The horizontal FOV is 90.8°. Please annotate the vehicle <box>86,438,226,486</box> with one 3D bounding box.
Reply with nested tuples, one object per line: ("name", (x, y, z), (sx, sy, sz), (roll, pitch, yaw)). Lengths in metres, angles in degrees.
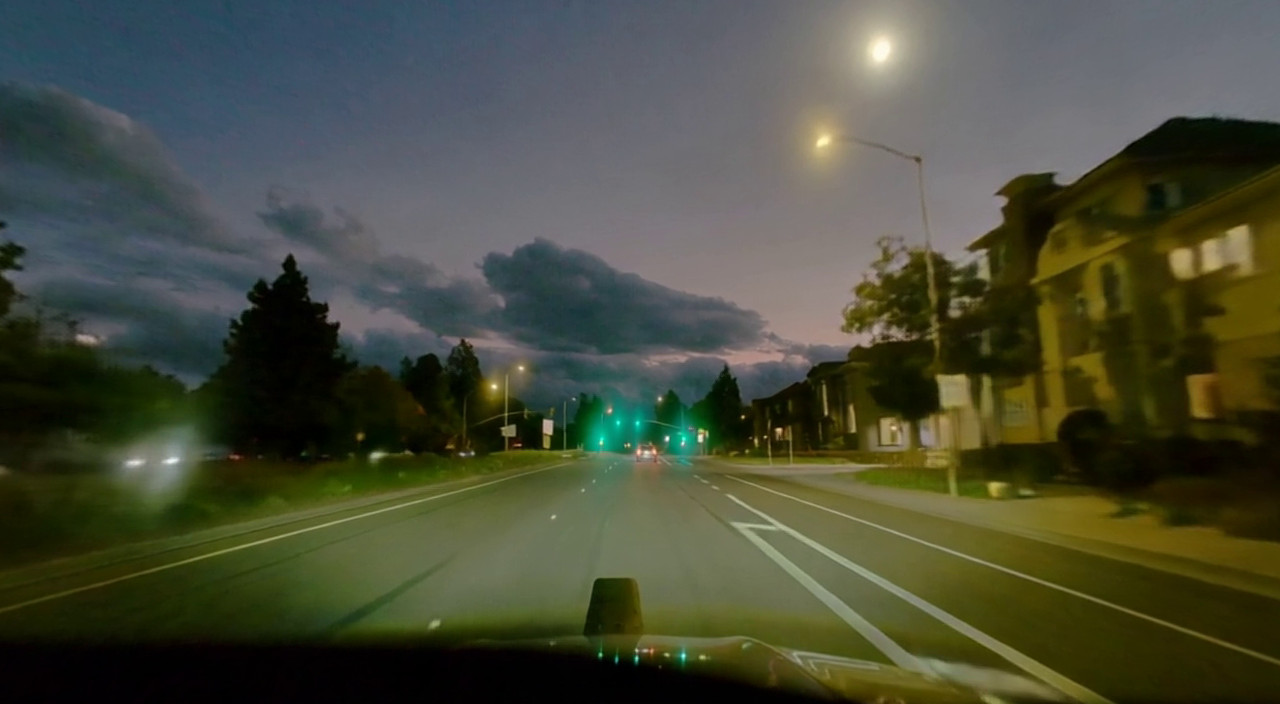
("vehicle", (-19.846, 4.529, 26.271), (1.984, 1.790, 4.830), (0, -9, 0))
